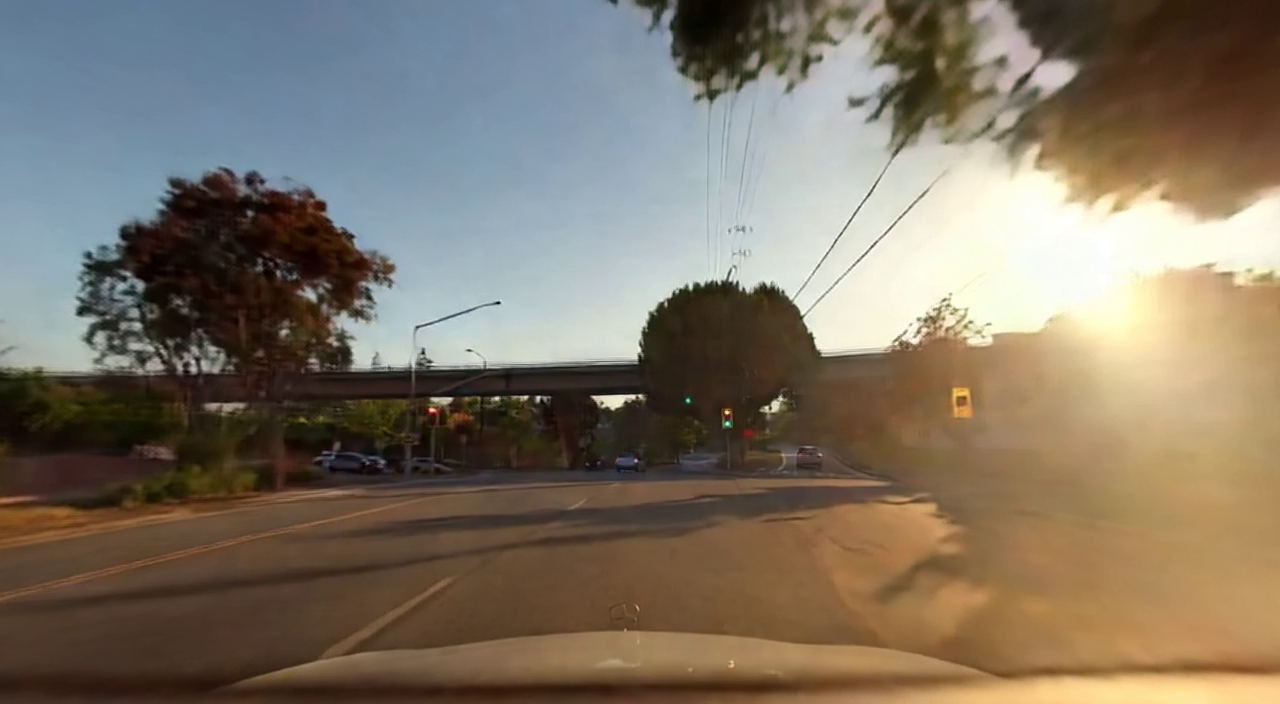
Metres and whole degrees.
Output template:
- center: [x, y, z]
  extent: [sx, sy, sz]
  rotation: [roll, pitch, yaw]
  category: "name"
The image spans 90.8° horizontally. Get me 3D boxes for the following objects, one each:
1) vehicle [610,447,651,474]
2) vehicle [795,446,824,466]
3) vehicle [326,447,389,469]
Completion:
- center: [-0.522, 6.653, 38.865]
  extent: [1.997, 1.542, 4.202]
  rotation: [-1, -9, 6]
  category: "vehicle"
- center: [13.162, 8.089, 49.249]
  extent: [2.058, 1.475, 4.587]
  rotation: [-2, -9, 14]
  category: "vehicle"
- center: [-21.670, 8.129, 48.523]
  extent: [3.877, 1.623, 2.049]
  rotation: [-2, -9, 11]
  category: "vehicle"
